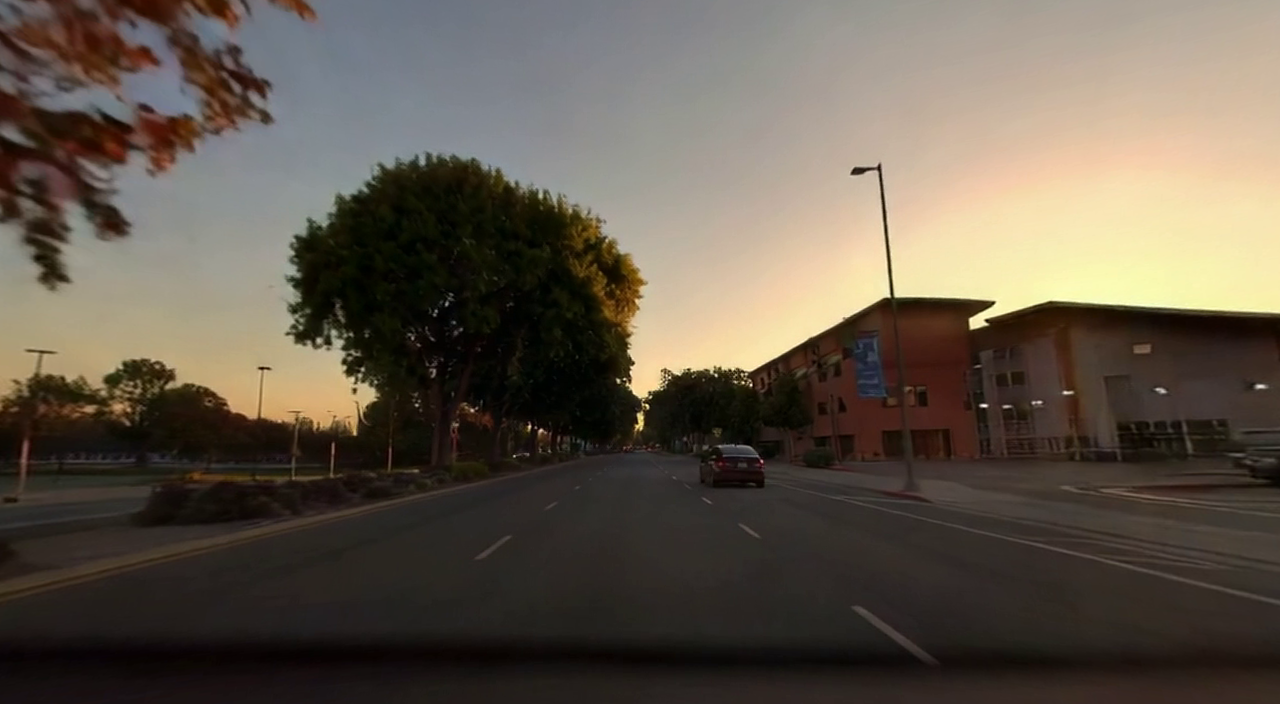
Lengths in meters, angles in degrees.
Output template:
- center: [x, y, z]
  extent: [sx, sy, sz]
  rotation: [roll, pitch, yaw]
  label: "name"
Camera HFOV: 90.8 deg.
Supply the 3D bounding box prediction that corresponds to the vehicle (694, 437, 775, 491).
- center: [3.240, 3.942, 22.607]
  extent: [2.083, 1.743, 4.354]
  rotation: [0, -8, -2]
  label: "vehicle"
